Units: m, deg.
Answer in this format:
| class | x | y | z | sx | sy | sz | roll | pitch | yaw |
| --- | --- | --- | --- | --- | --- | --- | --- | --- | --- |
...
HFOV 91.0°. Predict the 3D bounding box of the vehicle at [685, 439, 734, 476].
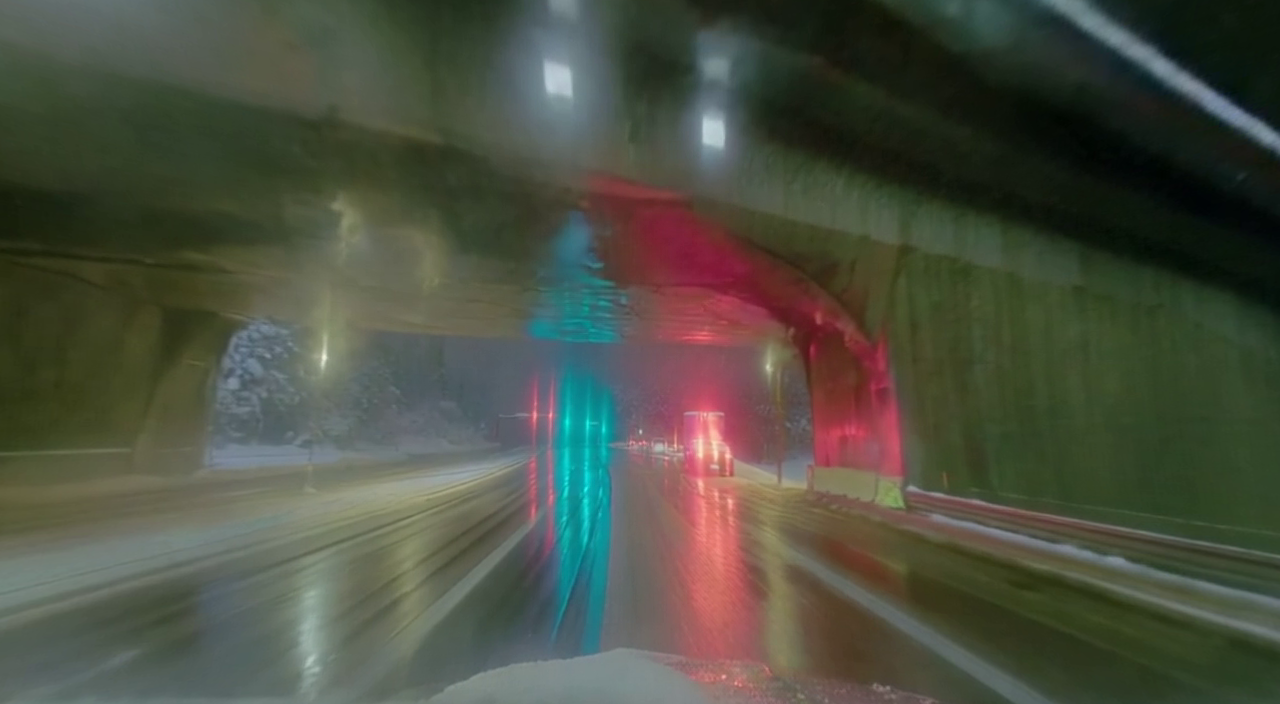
| class | x | y | z | sx | sy | sz | roll | pitch | yaw |
| --- | --- | --- | --- | --- | --- | --- | --- | --- | --- |
| vehicle | 2.976 | 4.553 | 27.346 | 1.947 | 1.475 | 3.962 | -1 | -8 | 5 |
